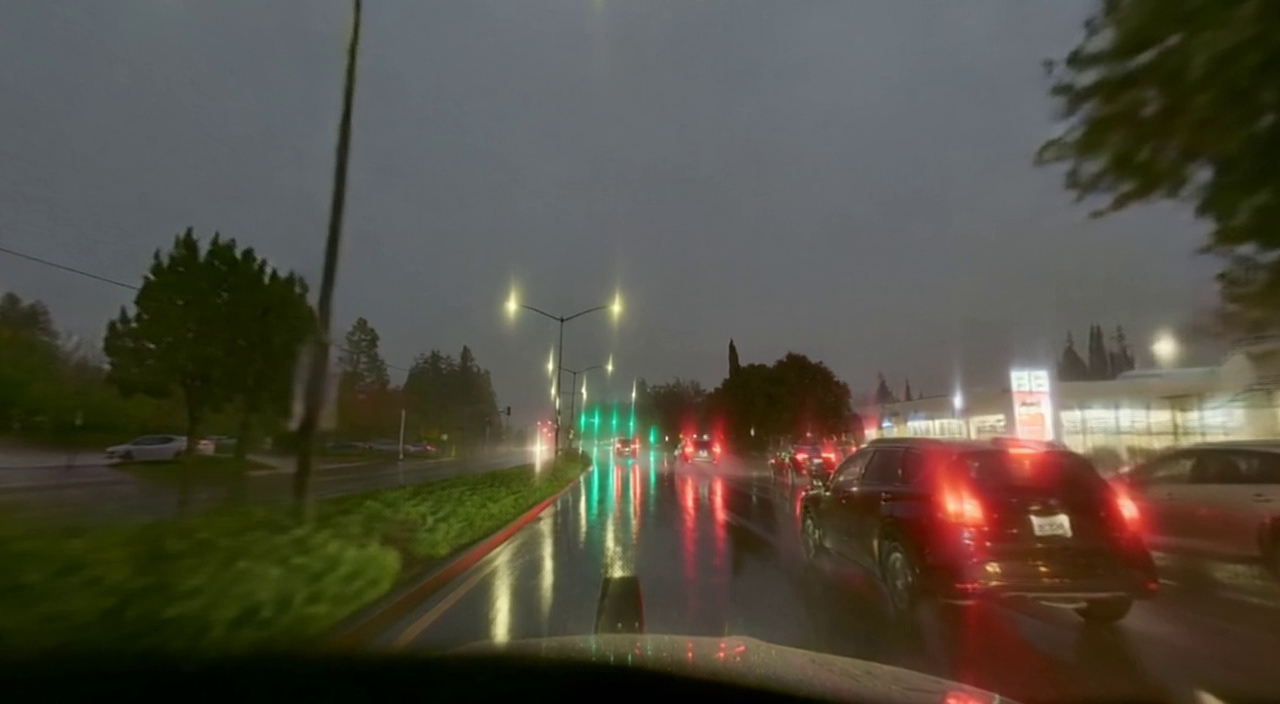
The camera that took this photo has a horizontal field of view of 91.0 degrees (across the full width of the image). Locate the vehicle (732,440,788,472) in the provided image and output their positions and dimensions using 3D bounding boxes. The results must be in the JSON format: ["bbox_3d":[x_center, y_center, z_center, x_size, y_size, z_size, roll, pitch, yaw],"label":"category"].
[{"bbox_3d":[6.380,5.590,34.016,1.954,1.606,4.423,1,-8,-3],"label":"vehicle"}]

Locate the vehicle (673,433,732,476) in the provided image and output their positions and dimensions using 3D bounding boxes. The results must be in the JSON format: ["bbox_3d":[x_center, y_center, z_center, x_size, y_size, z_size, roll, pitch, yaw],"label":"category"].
[{"bbox_3d":[2.719,4.594,28.359,2.000,1.745,4.206,1,-9,-3],"label":"vehicle"}]

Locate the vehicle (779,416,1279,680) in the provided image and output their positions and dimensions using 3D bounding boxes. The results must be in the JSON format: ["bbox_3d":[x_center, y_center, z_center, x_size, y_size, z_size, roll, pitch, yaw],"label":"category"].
[{"bbox_3d":[2.754,1.413,5.708,1.883,1.452,4.258,0,-9,-2],"label":"vehicle"}]

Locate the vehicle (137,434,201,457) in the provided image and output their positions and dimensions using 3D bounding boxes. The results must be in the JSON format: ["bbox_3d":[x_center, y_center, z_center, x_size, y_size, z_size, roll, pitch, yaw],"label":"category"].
[{"bbox_3d":[-30.980,6.155,41.542,1.744,1.433,3.823,1,-9,-10],"label":"vehicle"}]

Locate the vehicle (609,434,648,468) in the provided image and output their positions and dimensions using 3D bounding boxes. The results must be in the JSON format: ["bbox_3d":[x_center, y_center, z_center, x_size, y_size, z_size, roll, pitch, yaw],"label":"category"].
[{"bbox_3d":[-0.750,5.738,36.542,2.051,1.798,4.168,1,-9,-4],"label":"vehicle"}]
